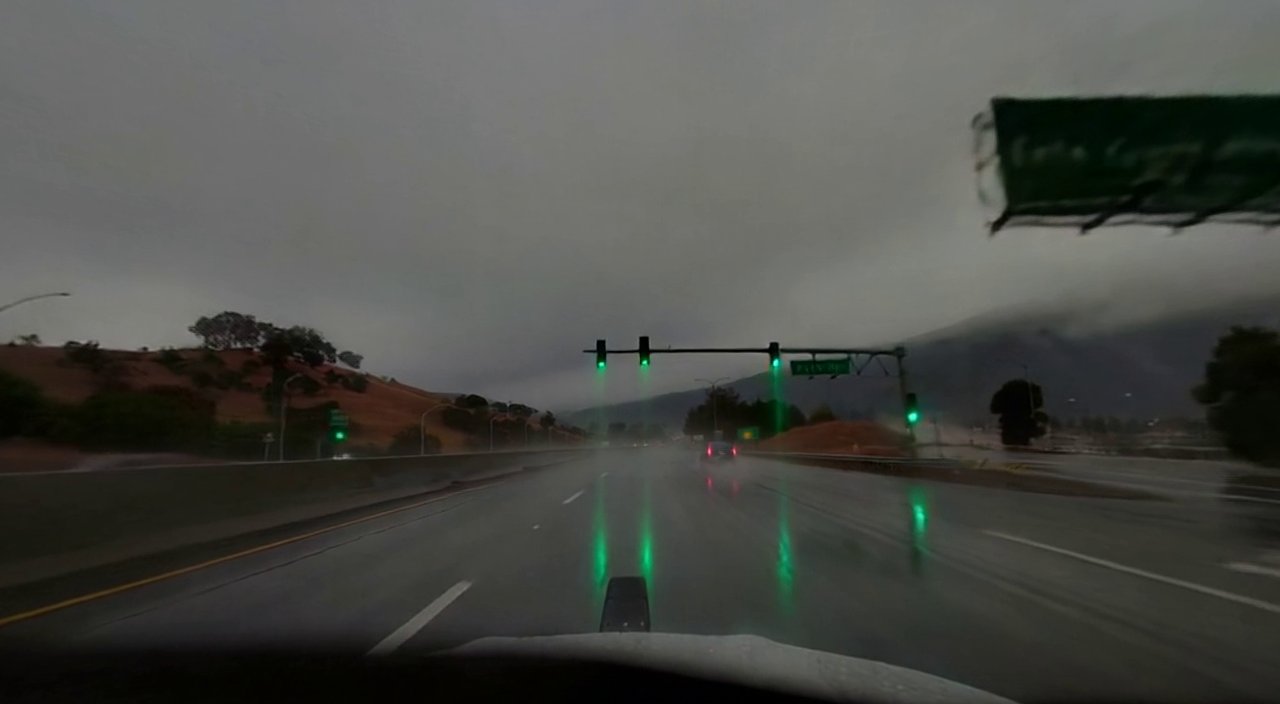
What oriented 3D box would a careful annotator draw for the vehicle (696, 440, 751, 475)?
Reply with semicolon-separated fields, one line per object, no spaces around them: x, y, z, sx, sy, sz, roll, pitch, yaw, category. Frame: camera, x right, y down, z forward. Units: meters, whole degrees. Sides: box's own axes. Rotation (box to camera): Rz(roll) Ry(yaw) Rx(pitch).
3.783;4.860;29.269;1.916;1.469;4.481;-1;-9;0;vehicle
